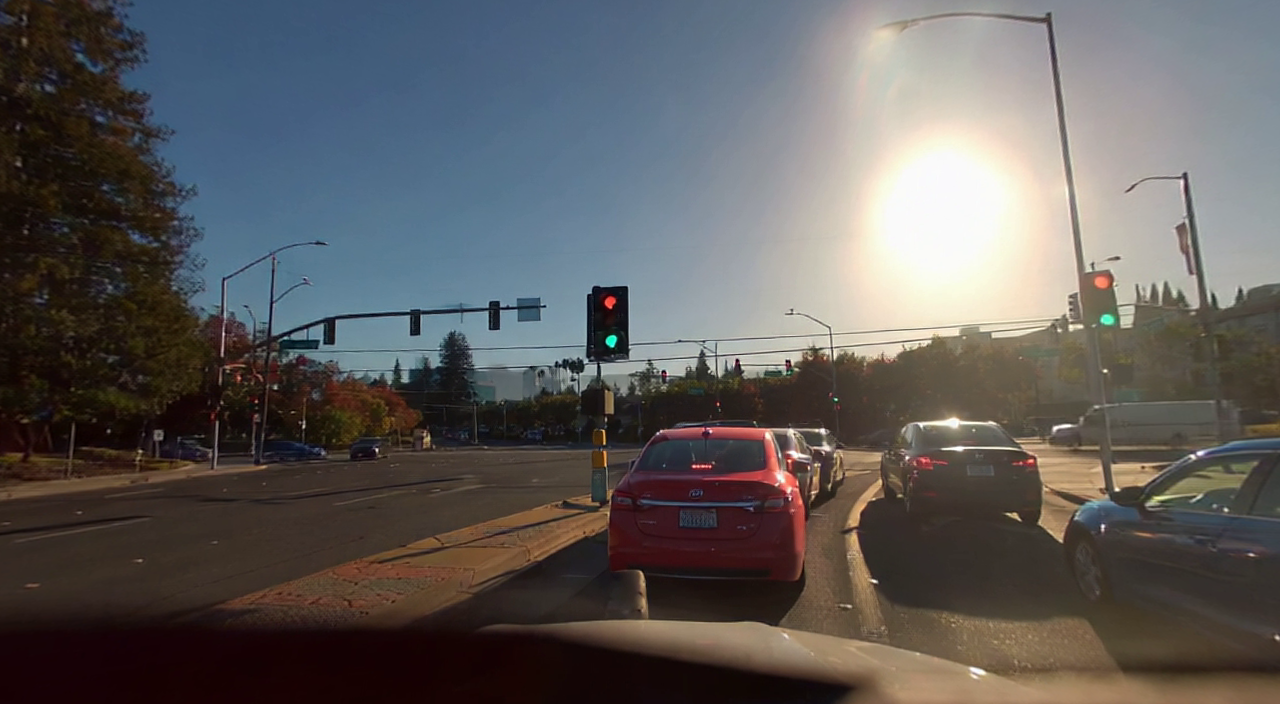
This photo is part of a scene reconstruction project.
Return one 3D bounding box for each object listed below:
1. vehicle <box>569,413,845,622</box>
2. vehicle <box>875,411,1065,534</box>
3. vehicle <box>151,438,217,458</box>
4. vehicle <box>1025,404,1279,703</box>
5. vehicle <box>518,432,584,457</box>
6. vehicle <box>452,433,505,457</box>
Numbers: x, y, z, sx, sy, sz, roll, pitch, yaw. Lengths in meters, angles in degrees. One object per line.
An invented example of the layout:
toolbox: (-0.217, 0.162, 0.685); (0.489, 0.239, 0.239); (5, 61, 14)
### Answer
vehicle: (0.859, 1.497, 6.690); (2.052, 1.483, 3.928); (-2, -8, 12)
vehicle: (5.553, 2.044, 11.281); (2.102, 1.717, 4.373); (-2, -9, 16)
vehicle: (-35.337, 7.442, 48.660); (1.652, 1.433, 3.733); (-7, -11, 40)
vehicle: (4.256, 1.055, 3.363); (1.954, 1.508, 4.441); (-1, -8, 6)
vehicle: (-5.943, 6.109, 41.553); (1.932, 1.573, 4.509); (8, -12, -44)
vehicle: (-12.436, 7.117, 48.202); (1.972, 1.705, 4.457); (8, -11, -43)
